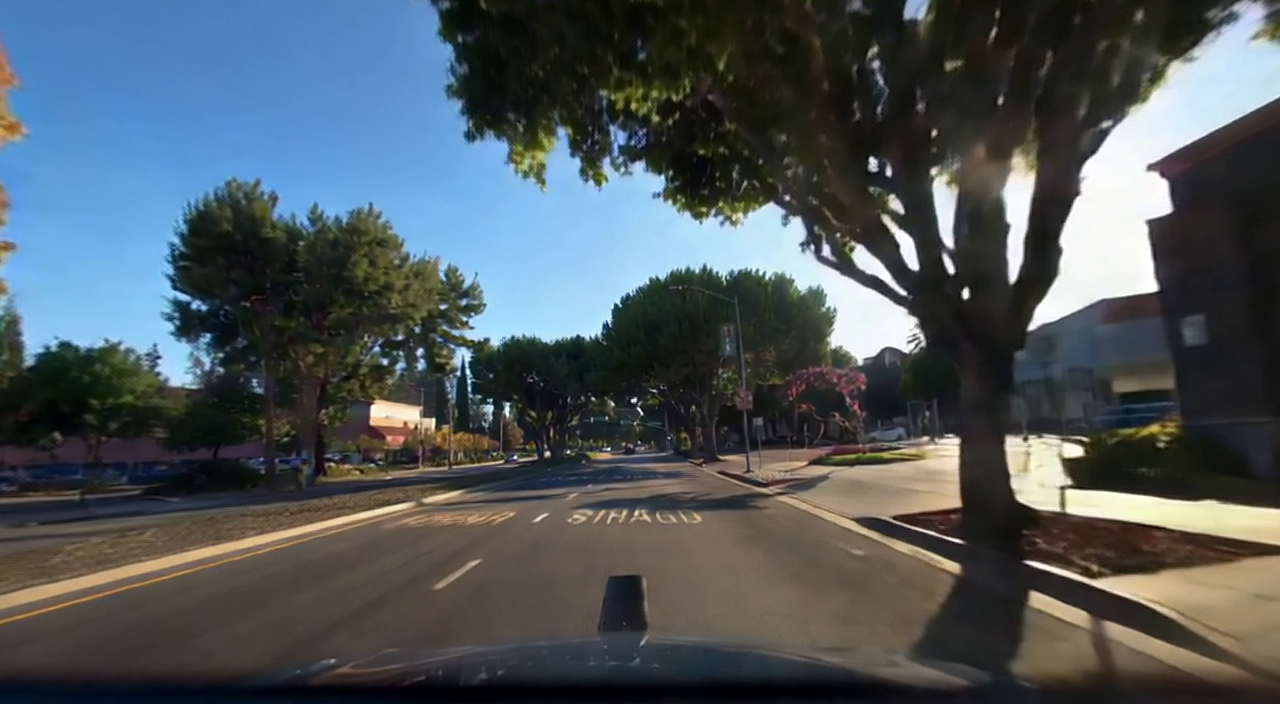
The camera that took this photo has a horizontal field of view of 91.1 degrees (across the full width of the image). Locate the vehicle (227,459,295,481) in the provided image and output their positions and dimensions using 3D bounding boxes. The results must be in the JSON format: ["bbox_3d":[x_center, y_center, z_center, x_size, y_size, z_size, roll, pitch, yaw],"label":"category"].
[{"bbox_3d":[-27.721,8.634,45.974,3.797,1.527,1.830,0,-9,1],"label":"vehicle"}]
